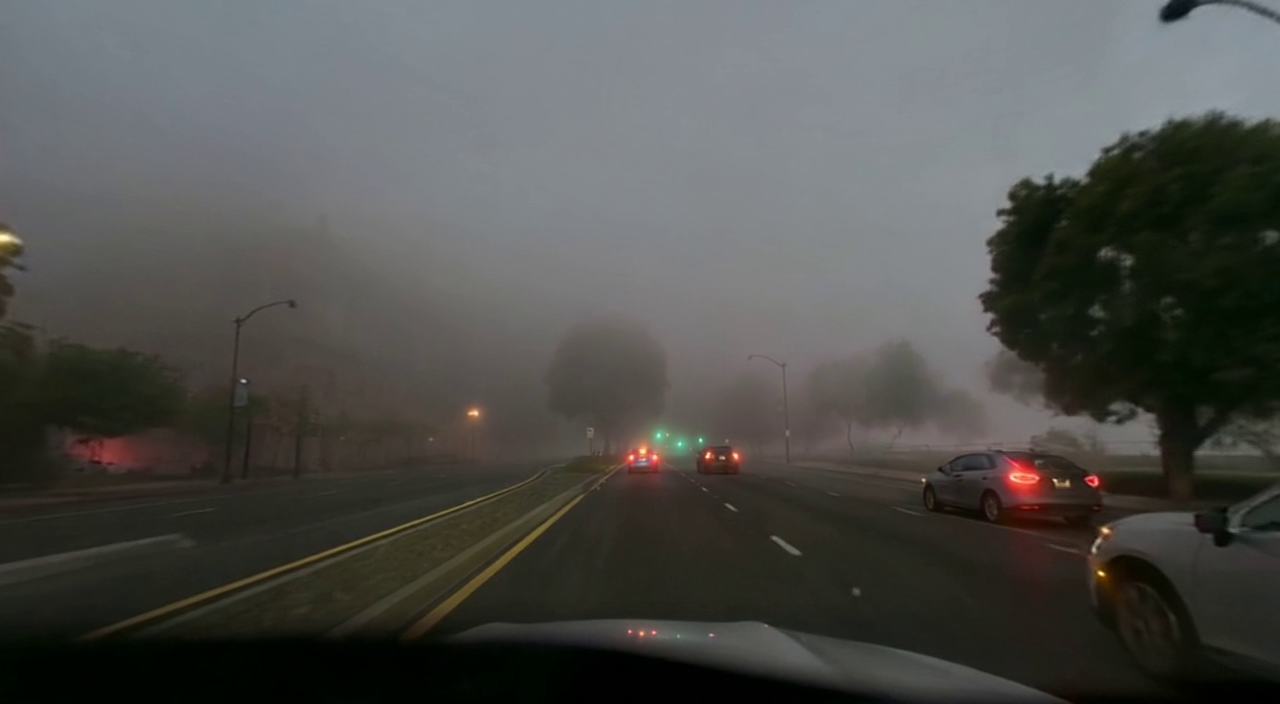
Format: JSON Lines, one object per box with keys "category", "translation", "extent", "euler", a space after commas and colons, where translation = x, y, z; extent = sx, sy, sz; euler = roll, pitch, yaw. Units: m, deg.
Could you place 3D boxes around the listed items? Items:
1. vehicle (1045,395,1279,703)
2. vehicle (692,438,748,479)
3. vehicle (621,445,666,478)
{"category": "vehicle", "translation": [3.778, 0.898, 2.363], "extent": [1.937, 1.538, 3.832], "euler": [0, -9, 0]}
{"category": "vehicle", "translation": [3.721, 5.050, 30.152], "extent": [2.036, 1.757, 4.300], "euler": [0, -9, -1]}
{"category": "vehicle", "translation": [0.163, 5.258, 30.555], "extent": [2.054, 1.446, 3.969], "euler": [0, -9, 0]}
